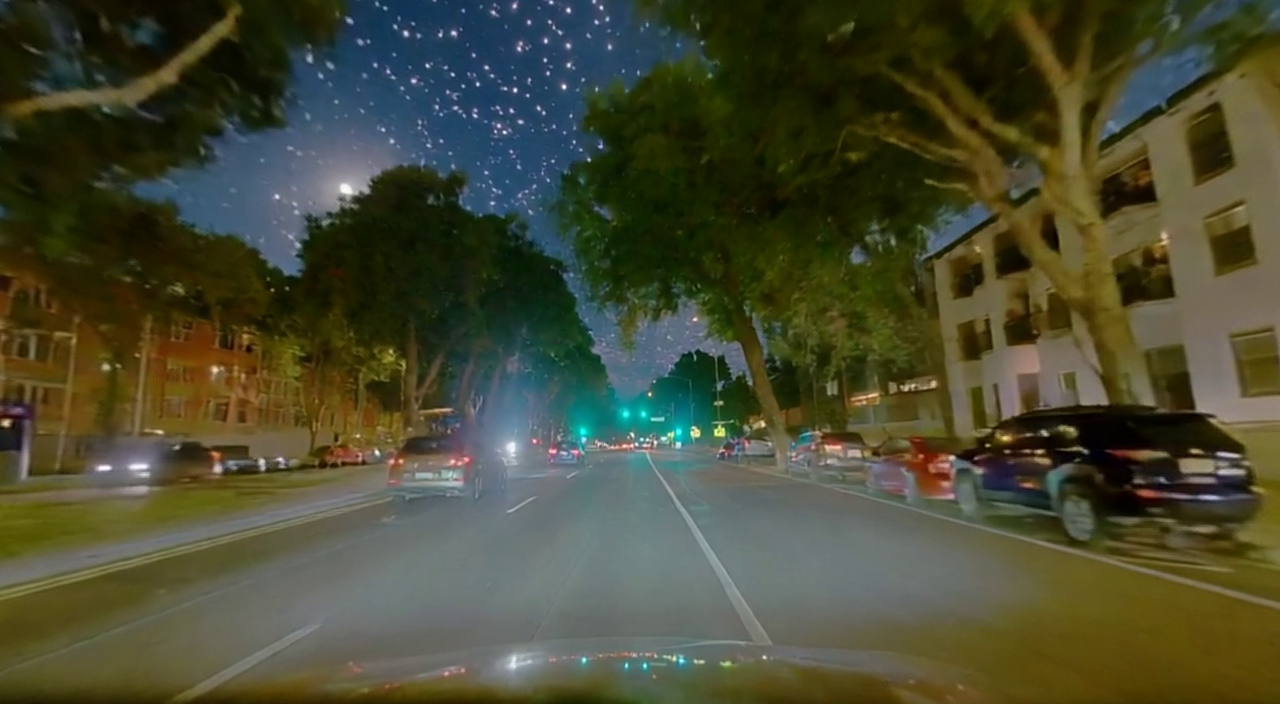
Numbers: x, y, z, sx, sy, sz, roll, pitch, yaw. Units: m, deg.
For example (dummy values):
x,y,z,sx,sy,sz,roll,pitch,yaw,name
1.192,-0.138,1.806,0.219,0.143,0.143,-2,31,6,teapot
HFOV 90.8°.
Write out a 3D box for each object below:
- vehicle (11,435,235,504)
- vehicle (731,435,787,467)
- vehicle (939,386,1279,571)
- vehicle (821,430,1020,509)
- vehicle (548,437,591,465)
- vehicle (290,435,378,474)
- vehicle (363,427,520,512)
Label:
x,y,z,sx,sy,sz,roll,pitch,yaw,name
-12.638,2.861,15.945,1.808,1.479,4.499,0,-8,0,vehicle
6.021,5.077,32.594,1.886,1.530,4.636,0,-8,-1,vehicle
6.116,1.562,8.507,1.945,1.829,4.305,0,-8,-1,vehicle
5.980,2.560,14.369,2.156,1.454,5.044,0,-8,-1,vehicle
-3.968,5.677,36.439,1.934,1.522,4.287,0,-8,1,vehicle
-15.481,5.170,32.266,2.056,1.817,4.771,0,-8,1,vehicle
-4.032,2.455,13.753,1.995,1.524,4.438,0,-8,0,vehicle
